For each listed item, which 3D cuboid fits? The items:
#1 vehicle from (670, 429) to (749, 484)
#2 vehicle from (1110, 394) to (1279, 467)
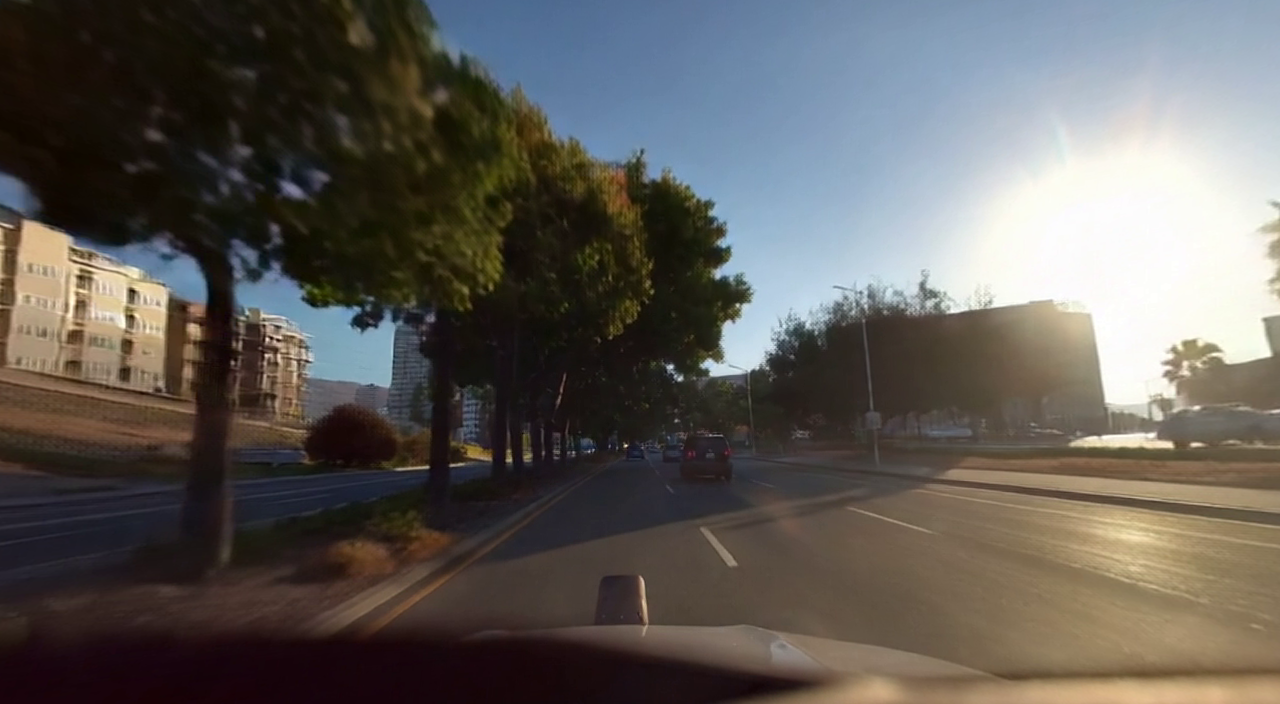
[{"bbox_3d":[2.708,4.302,26.221,2.559,2.017,5.562,0,-9,0],"label":"vehicle"},{"bbox_3d":[19.306,2.590,20.426,2.305,2.084,6.115,1,-10,-21],"label":"vehicle"}]
